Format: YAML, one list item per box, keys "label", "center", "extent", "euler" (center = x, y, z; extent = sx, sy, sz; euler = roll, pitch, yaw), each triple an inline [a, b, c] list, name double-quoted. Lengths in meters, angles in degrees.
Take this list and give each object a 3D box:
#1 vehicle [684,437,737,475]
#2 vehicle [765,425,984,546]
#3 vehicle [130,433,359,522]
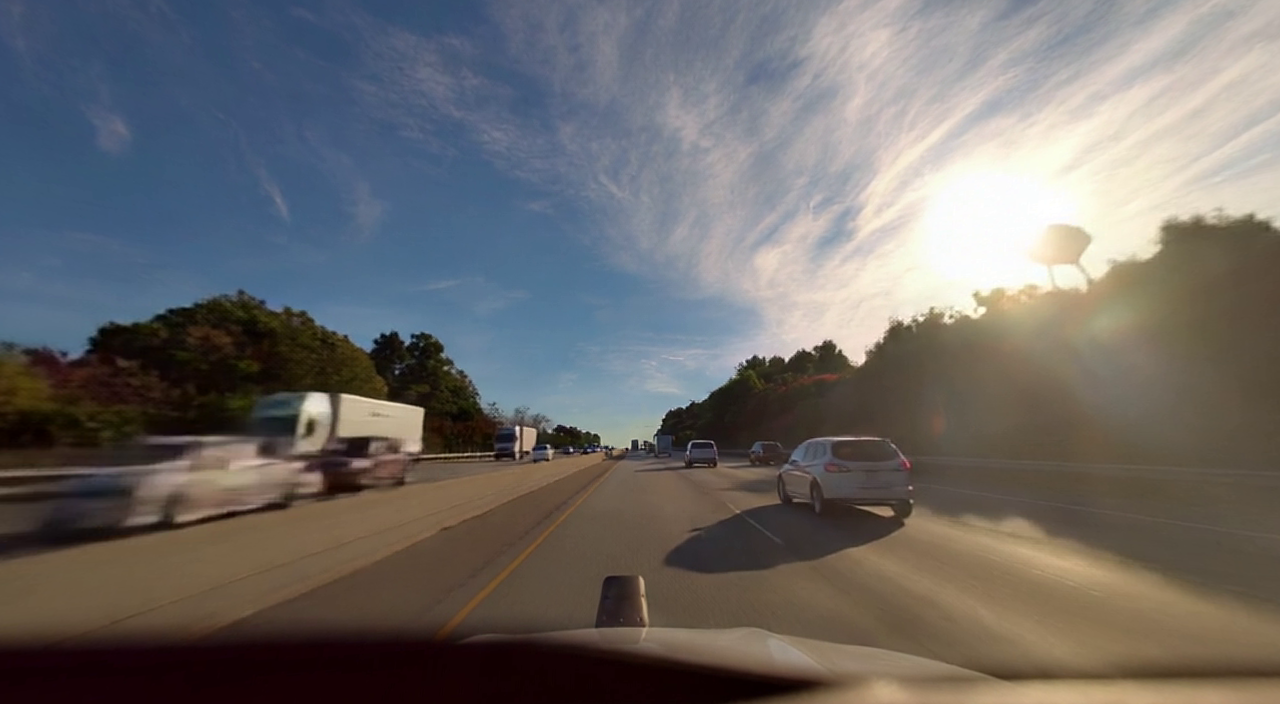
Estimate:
- label: "vehicle"
  center: [3.481, 5.284, 32.150]
  extent: [2.070, 1.751, 4.576]
  euler: [0, -9, -1]
- label: "vehicle"
  center: [3.597, 2.131, 10.673]
  extent: [2.023, 1.603, 4.159]
  euler: [0, -9, -1]
- label: "vehicle"
  center: [-7.654, 2.453, 12.846]
  extent: [1.900, 1.485, 4.239]
  euler: [0, -9, 0]
